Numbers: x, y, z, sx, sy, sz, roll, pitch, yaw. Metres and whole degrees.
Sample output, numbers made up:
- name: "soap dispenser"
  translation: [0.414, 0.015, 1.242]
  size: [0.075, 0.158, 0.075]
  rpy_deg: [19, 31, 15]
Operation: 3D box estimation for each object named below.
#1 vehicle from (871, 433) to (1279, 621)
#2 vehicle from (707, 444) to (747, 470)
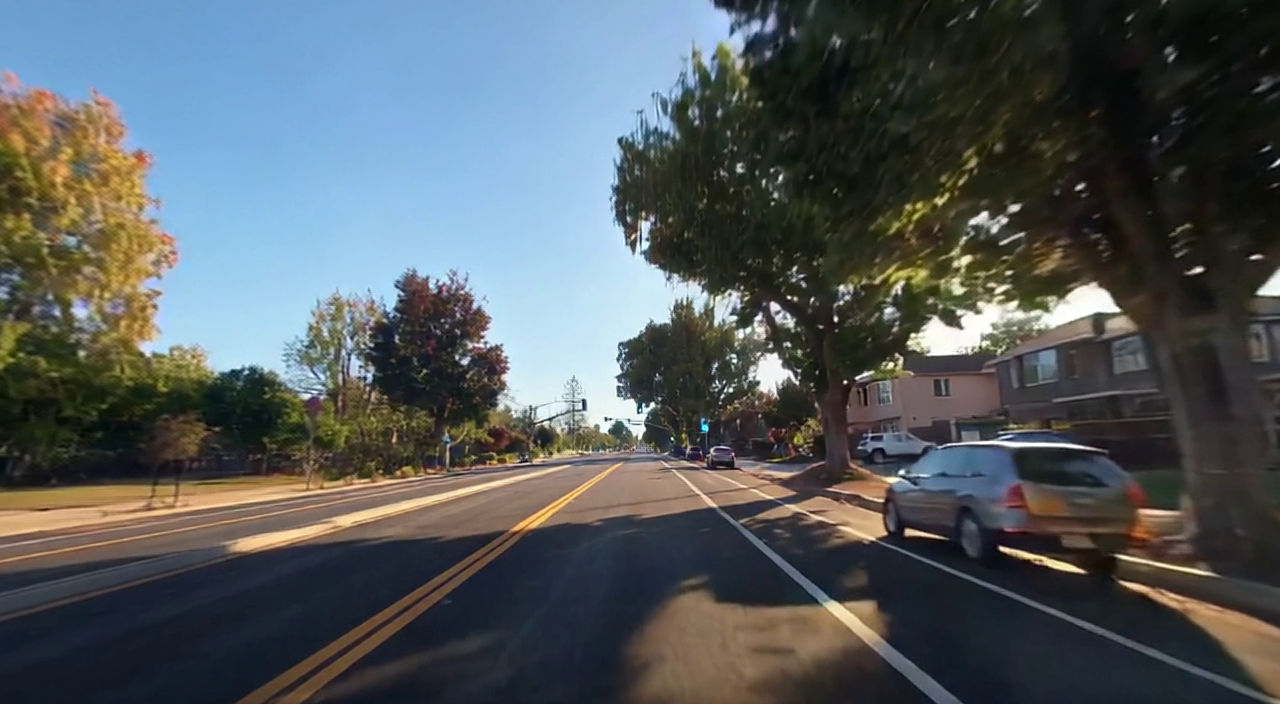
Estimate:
- name: "vehicle"
  translation: [4.812, 1.780, 7.609]
  size: [2.021, 1.491, 4.906]
  rpy_deg: [1, -8, -2]
- name: "vehicle"
  translation: [5.369, 6.536, 39.436]
  size: [1.955, 1.549, 4.129]
  rpy_deg: [0, -8, 0]
